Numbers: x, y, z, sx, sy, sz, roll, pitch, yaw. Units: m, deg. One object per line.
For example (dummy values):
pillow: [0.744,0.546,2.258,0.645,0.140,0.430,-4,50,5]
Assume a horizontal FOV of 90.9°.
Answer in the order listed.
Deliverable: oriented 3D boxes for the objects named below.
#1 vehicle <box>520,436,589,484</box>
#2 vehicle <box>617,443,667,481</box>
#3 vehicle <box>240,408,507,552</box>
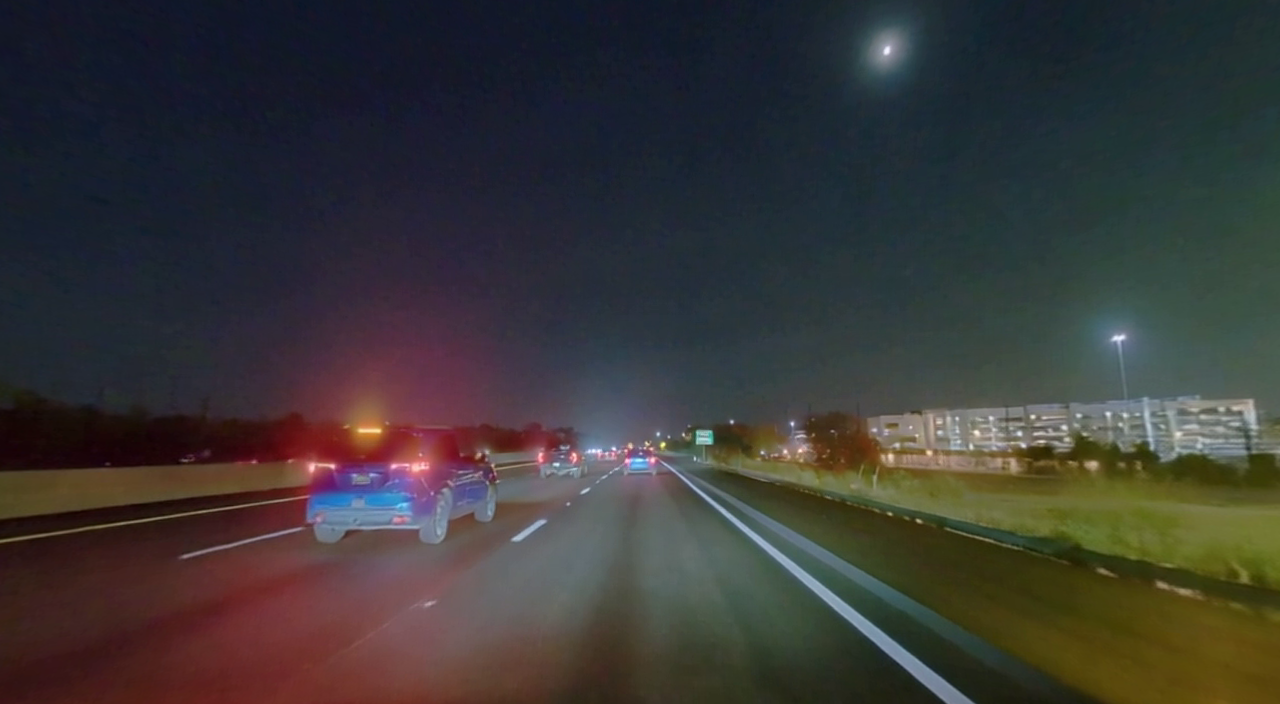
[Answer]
vehicle: [-3.454,4.438,26.279,2.133,1.789,4.518,-1,-8,1]
vehicle: [0.062,4.737,27.465,2.047,1.473,3.978,0,-8,0]
vehicle: [-4.035,2.062,10.917,2.198,1.848,5.346,0,-8,1]
